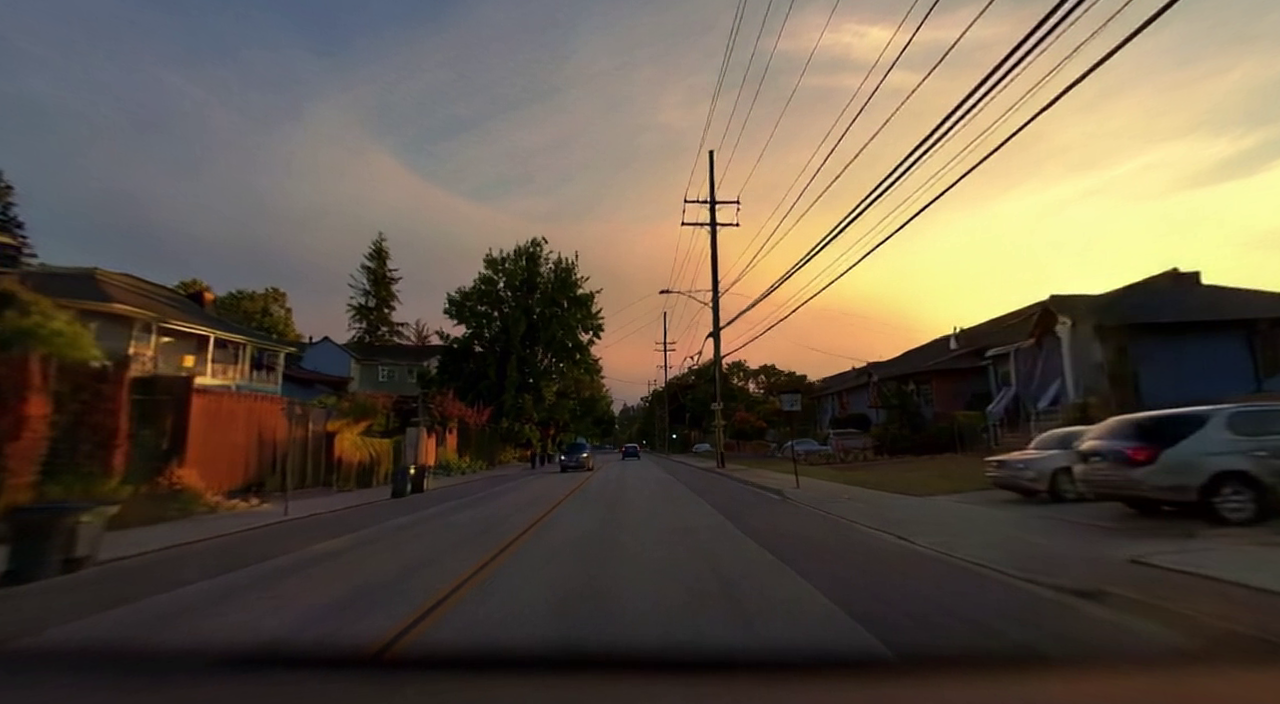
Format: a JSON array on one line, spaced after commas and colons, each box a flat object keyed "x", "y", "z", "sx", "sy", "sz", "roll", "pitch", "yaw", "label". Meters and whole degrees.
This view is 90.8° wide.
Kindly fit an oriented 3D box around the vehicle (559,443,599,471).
[{"x": -3.898, "y": 6.758, "z": 40.870, "sx": 2.146, "sy": 1.657, "sz": 4.351, "roll": 0, "pitch": -9, "yaw": 0, "label": "vehicle"}]

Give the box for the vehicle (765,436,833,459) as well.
[{"x": 12.311, "y": 7.434, "z": 49.105, "sx": 4.701, "sy": 1.745, "sz": 2.083, "roll": 0, "pitch": -9, "yaw": 2, "label": "vehicle"}]

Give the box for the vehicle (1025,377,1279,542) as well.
[{"x": 9.396, "y": 1.557, "z": 9.450, "sx": 5.590, "sy": 2.067, "sz": 2.553, "roll": 0, "pitch": -9, "yaw": -3, "label": "vehicle"}]
